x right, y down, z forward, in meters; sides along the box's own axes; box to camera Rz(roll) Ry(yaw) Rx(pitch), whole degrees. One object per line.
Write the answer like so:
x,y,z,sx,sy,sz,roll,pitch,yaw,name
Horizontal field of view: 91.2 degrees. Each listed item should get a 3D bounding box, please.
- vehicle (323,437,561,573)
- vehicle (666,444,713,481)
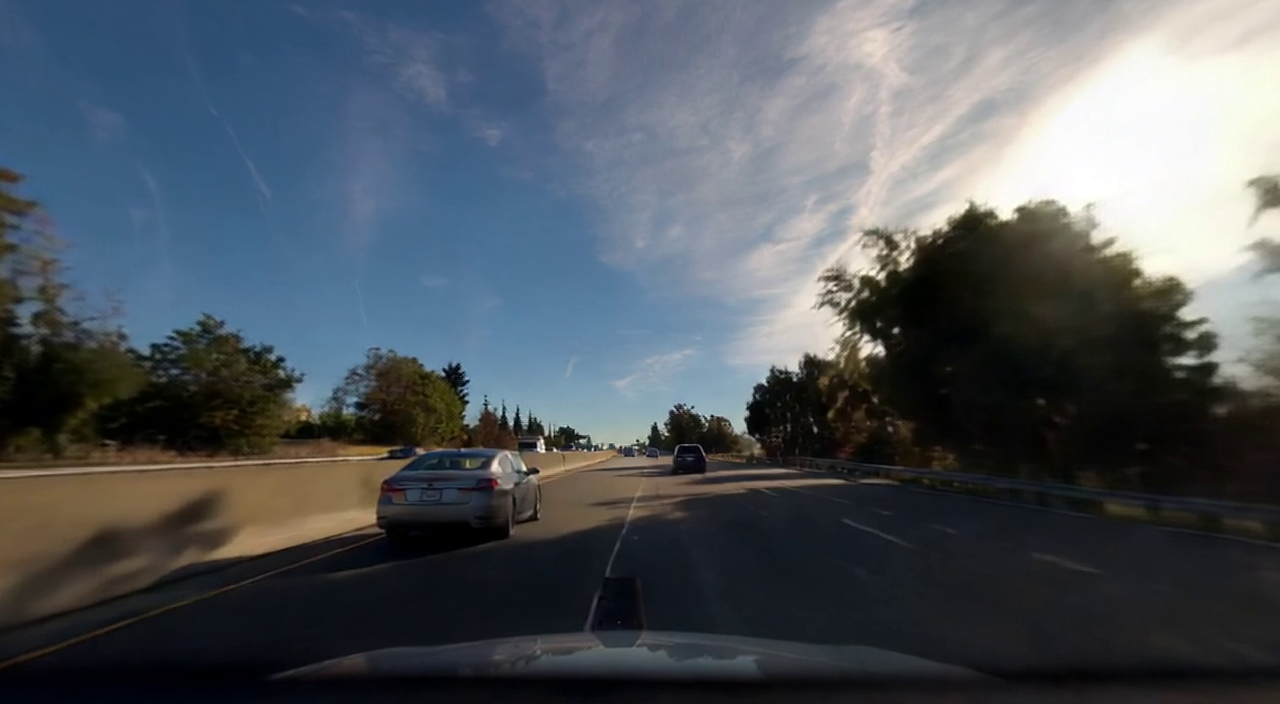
-2.473,2.029,9.106,2.013,1.479,4.169,-1,-9,1,vehicle
2.191,5.020,28.705,1.910,1.554,3.718,0,-9,1,vehicle
